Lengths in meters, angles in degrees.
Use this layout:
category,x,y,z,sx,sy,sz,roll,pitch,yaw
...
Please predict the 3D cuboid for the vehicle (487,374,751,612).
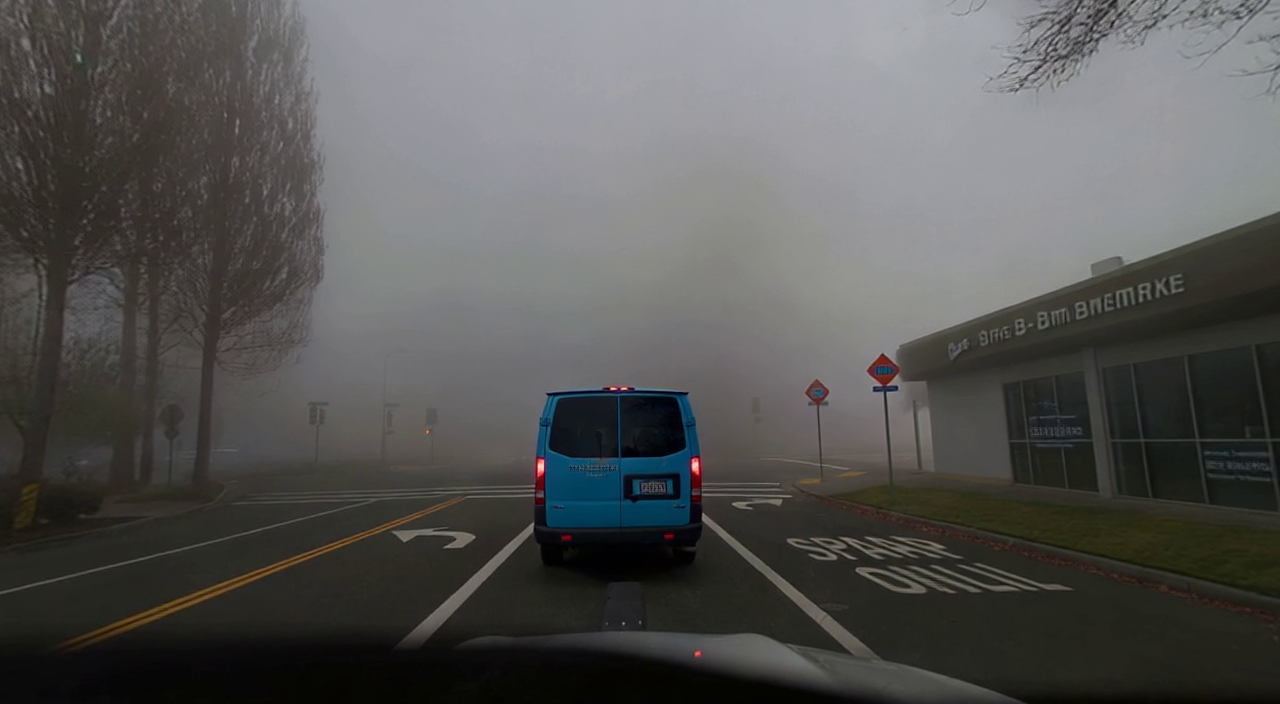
category,x,y,z,sx,sy,sz,roll,pitch,yaw
vehicle,-0.296,1.467,7.289,2.181,1.949,3.932,1,-9,-4
